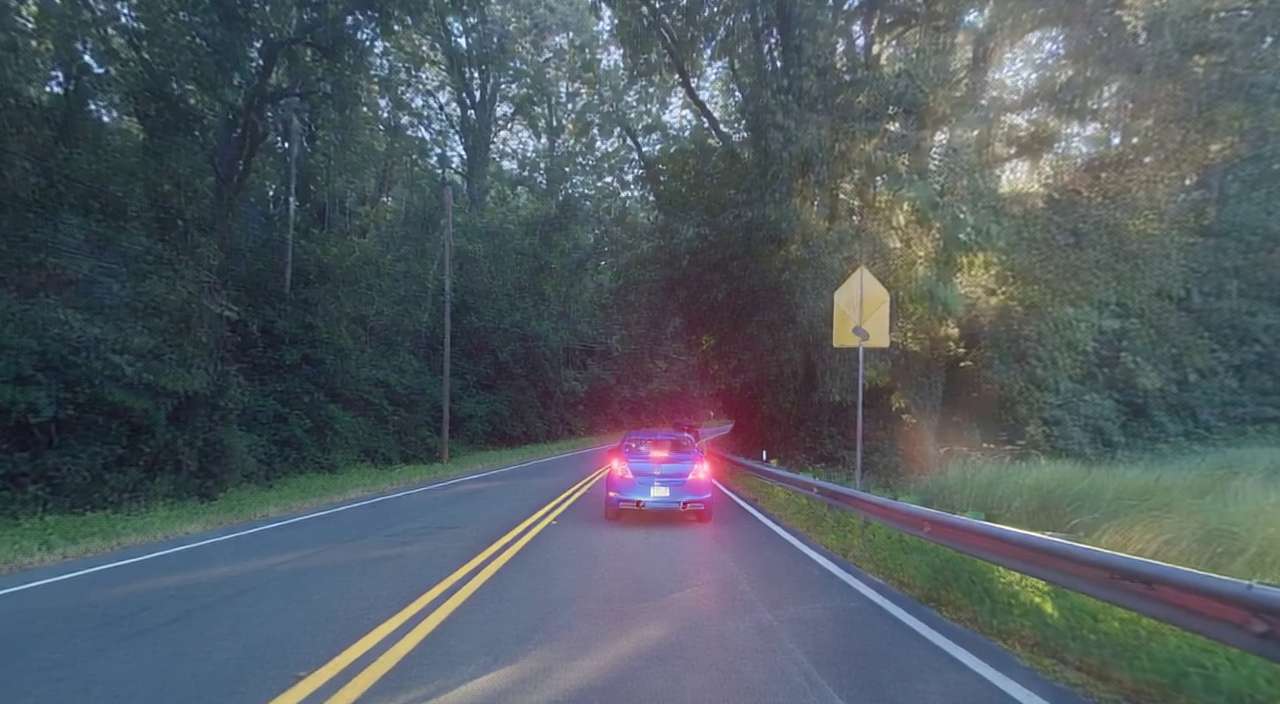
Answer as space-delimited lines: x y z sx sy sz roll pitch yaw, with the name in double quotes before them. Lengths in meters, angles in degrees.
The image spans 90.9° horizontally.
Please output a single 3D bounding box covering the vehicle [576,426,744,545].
"vehicle" 0.284 2.030 10.164 2.187 1.533 3.726 0 -8 1
